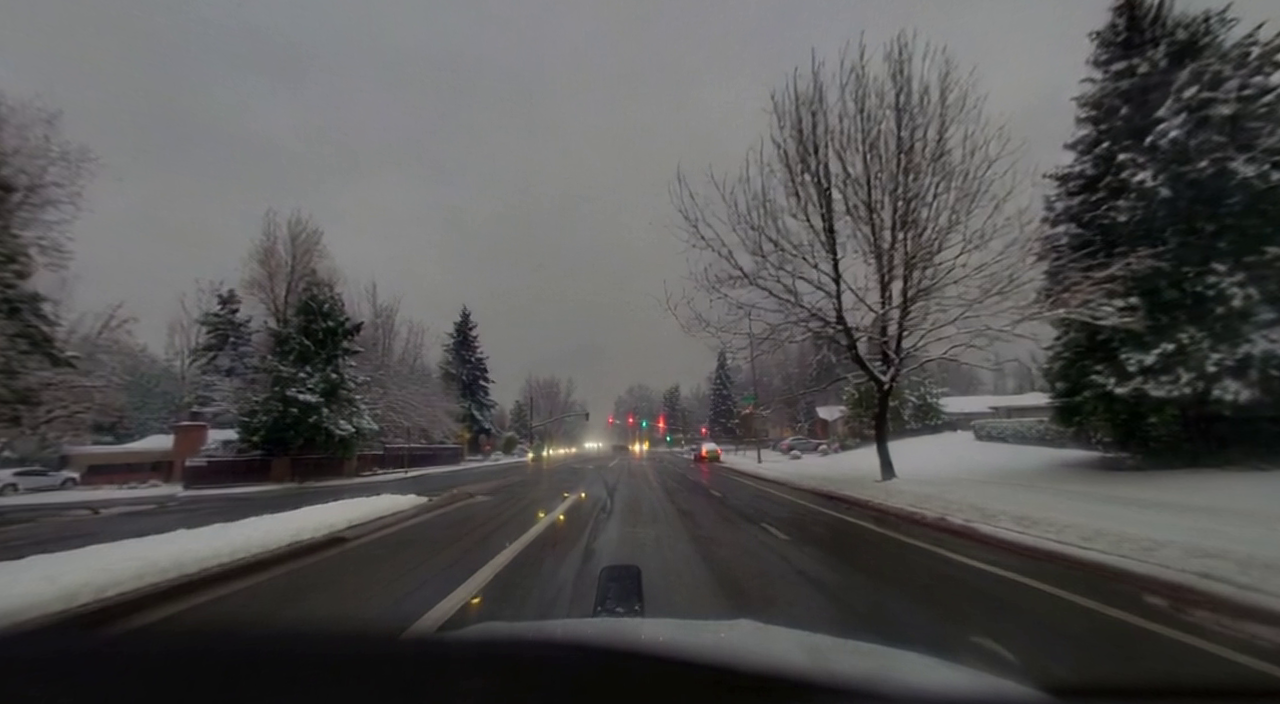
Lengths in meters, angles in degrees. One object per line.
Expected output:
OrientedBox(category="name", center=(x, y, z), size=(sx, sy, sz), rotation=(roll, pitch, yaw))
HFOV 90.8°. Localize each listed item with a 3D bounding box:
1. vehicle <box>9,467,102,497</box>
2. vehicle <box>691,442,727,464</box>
OrientedBox(category="vehicle", center=(-33.123, 7.376, 35.951), size=(1.713, 1.466, 3.614), rotation=(-1, -9, 2))
OrientedBox(category="vehicle", center=(4.864, 7.215, 45.156), size=(1.917, 1.440, 4.335), rotation=(0, -9, -2))
